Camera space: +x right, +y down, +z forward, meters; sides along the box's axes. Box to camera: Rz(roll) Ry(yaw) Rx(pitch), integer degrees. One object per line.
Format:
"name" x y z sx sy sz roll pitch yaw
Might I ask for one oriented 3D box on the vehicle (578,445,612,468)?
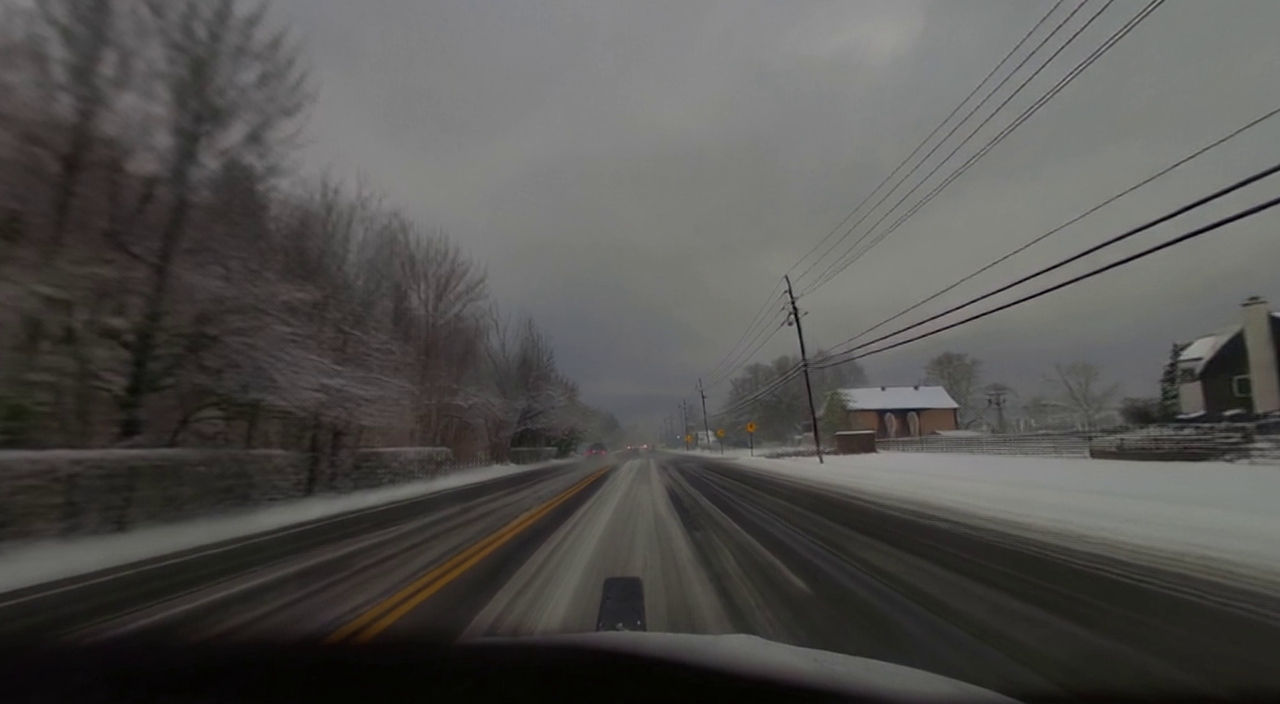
"vehicle" -3.044 7.164 43.306 2.007 1.514 4.049 0 -9 1
